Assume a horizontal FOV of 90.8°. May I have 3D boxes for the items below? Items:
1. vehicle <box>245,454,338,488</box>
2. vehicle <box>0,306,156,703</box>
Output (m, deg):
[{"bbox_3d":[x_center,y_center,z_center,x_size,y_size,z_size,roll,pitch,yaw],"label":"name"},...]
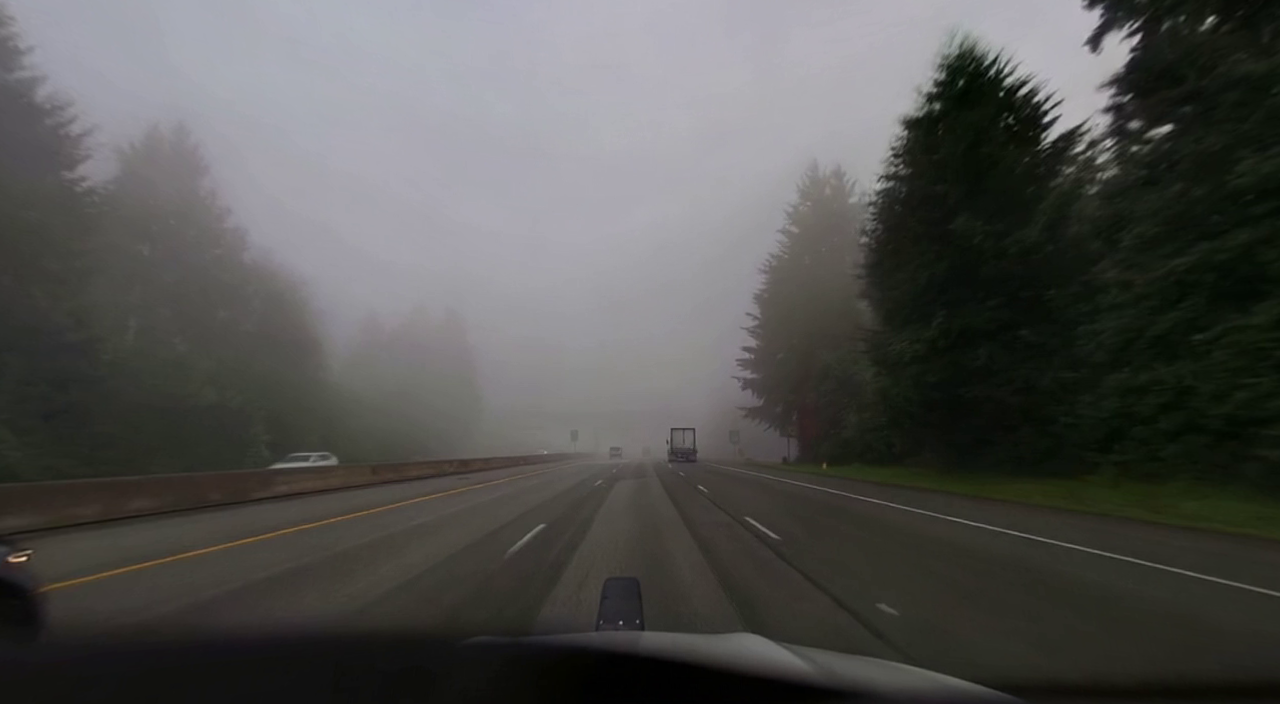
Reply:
[{"bbox_3d":[-15.976,5.438,29.221,1.818,1.418,4.297,0,-9,1],"label":"vehicle"},{"bbox_3d":[-3.368,0.492,0.556,2.238,1.792,4.518,0,-9,0],"label":"vehicle"}]
